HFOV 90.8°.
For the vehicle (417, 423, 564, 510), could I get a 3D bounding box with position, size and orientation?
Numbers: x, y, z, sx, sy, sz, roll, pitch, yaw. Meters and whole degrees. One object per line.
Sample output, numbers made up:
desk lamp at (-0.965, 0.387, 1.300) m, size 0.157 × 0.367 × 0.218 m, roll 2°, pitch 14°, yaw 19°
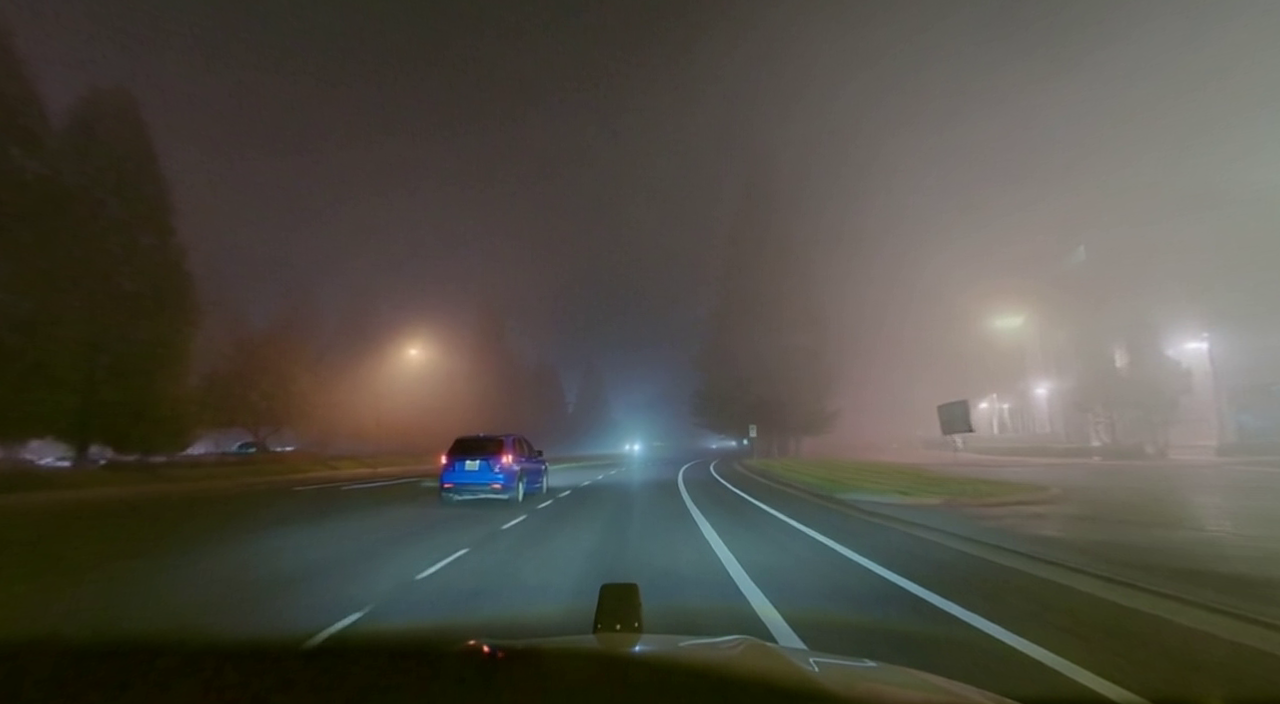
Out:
vehicle at (-3.248, 2.607, 14.826) m, size 2.121 × 1.724 × 4.392 m, roll 0°, pitch -9°, yaw 3°
